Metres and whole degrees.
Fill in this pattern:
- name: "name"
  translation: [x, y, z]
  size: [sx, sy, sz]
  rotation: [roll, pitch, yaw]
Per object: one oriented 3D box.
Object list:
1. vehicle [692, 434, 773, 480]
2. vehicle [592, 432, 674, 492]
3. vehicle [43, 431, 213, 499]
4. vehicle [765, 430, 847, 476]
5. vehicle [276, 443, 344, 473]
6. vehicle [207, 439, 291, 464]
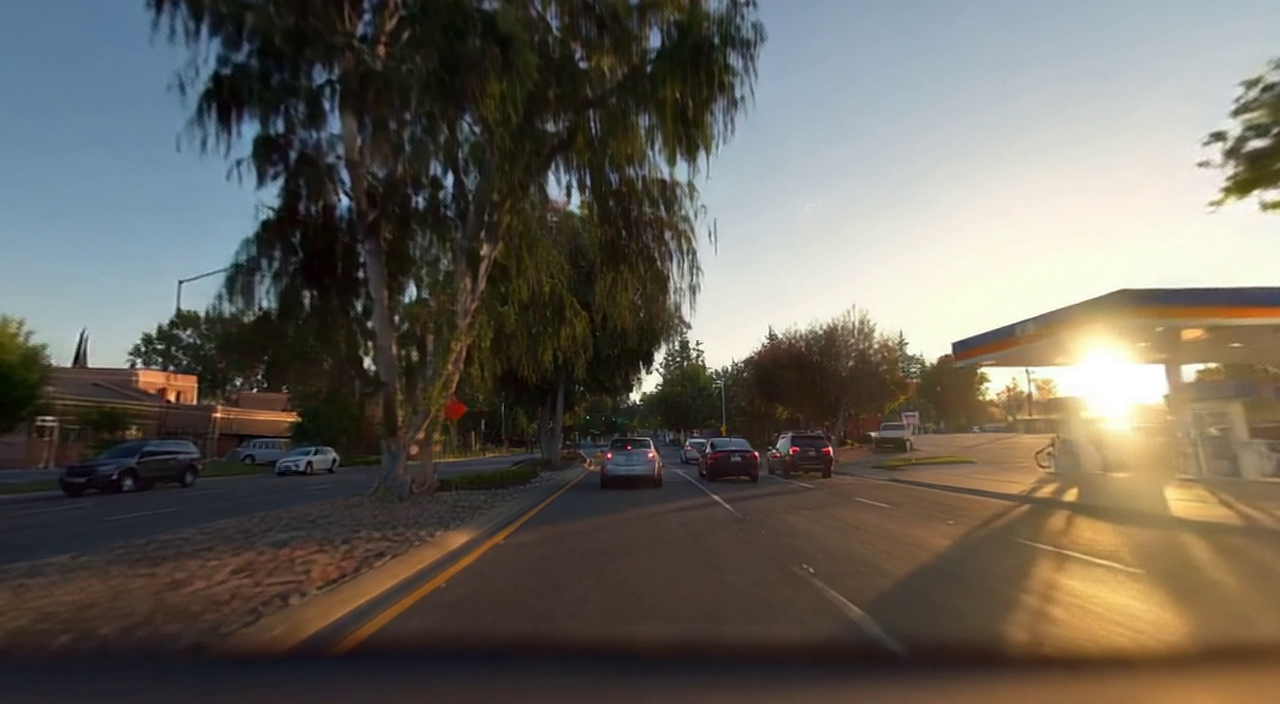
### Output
- name: "vehicle"
  translation: [3.215, 3.788, 22.991]
  size: [2.124, 1.476, 4.730]
  rotation: [0, -8, -1]
- name: "vehicle"
  translation: [-0.166, 3.053, 17.876]
  size: [2.052, 1.488, 3.779]
  rotation: [0, -8, 0]
- name: "vehicle"
  translation: [-19.073, 4.138, 23.999]
  size: [2.222, 2.141, 5.390]
  rotation: [-1, -6, -3]
- name: "vehicle"
  translation: [6.952, 4.303, 27.088]
  size: [2.117, 1.757, 4.969]
  rotation: [0, -8, -1]
- name: "vehicle"
  translation: [-19.467, 6.254, 37.483]
  size: [1.903, 1.706, 3.994]
  rotation: [0, -8, -1]
- name: "vehicle"
  translation: [-28.348, 7.203, 45.854]
  size: [4.699, 1.775, 2.007]
  rotation: [0, -8, 0]
